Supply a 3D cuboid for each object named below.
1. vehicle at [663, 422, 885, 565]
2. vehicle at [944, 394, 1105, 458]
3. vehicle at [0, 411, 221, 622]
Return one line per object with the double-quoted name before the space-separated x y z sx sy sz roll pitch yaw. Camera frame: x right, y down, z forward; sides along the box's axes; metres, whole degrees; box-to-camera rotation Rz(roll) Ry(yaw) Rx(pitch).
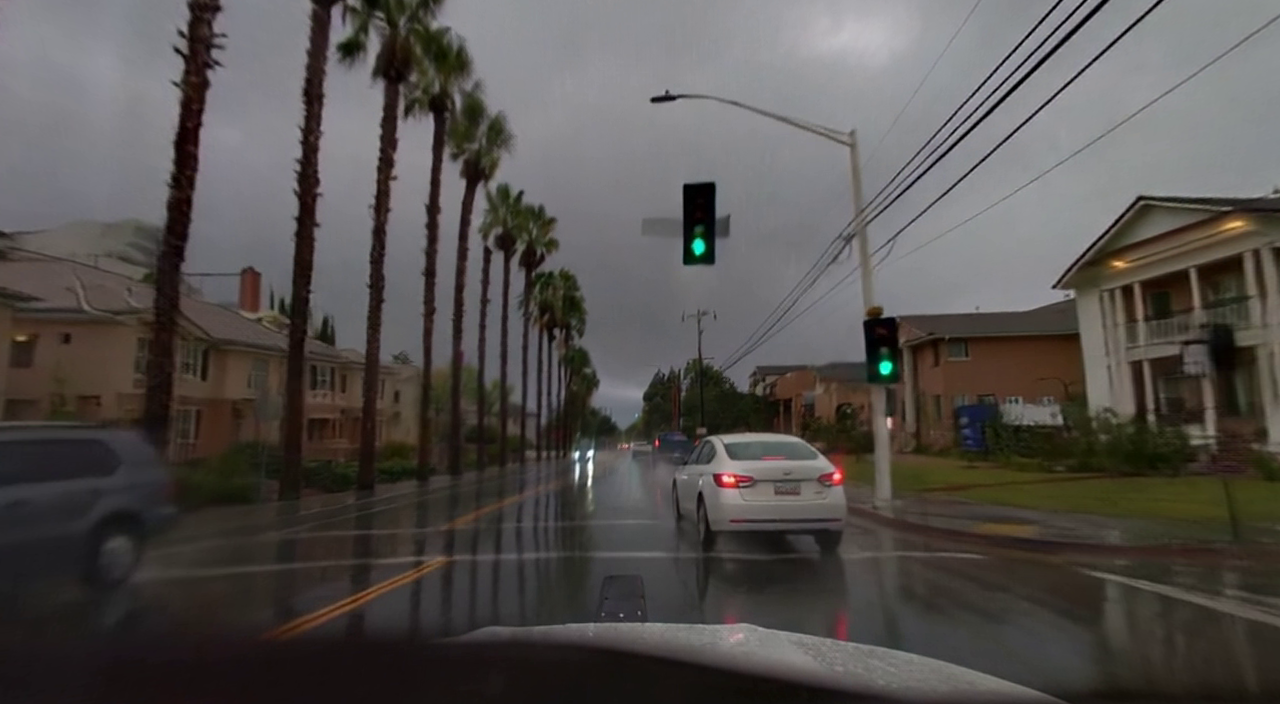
"vehicle" 1.555 1.899 9.263 2.096 1.552 4.519 0 -9 -2
"vehicle" 17.671 3.436 29.269 5.880 2.540 2.003 -3 -6 2
"vehicle" -6.594 1.522 5.967 2.069 1.820 4.388 -3 -6 5
